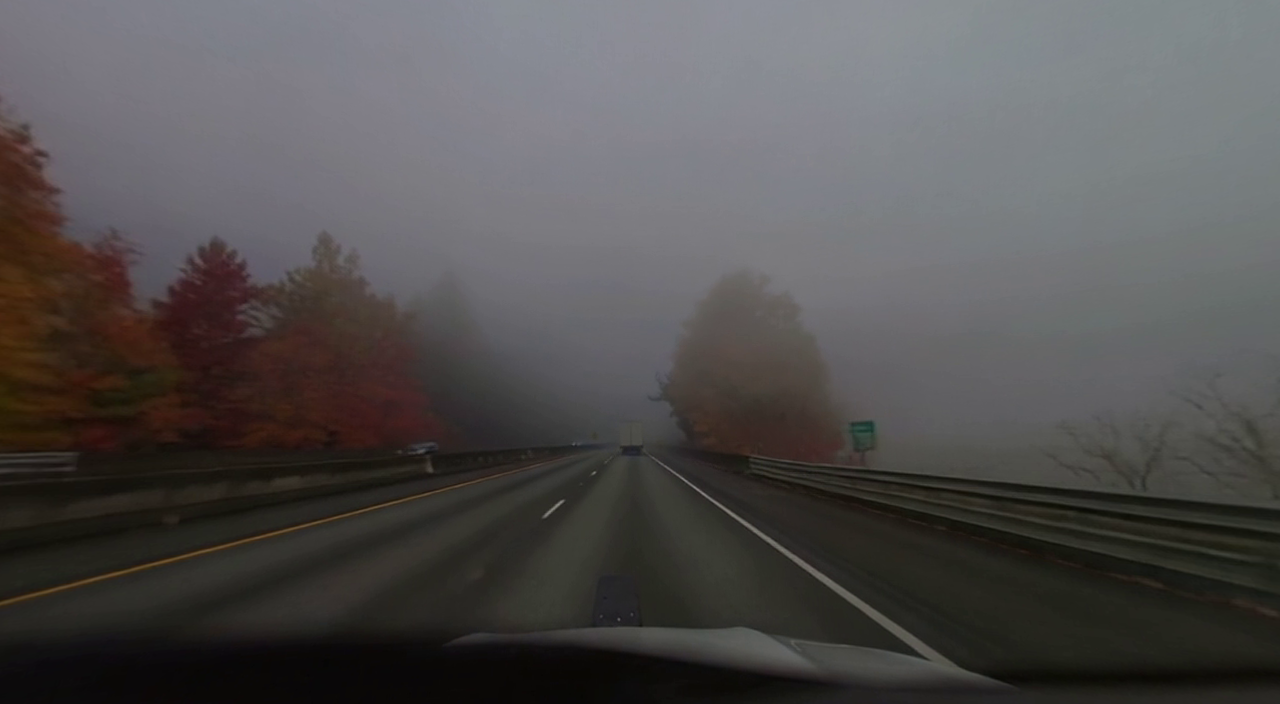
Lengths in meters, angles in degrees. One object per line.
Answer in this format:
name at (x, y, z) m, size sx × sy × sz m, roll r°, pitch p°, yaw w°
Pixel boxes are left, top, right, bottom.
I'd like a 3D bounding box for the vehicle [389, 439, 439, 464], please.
vehicle at (-15.182, 6.697, 42.340) m, size 1.880 × 1.557 × 4.116 m, roll -1°, pitch -9°, yaw 0°
